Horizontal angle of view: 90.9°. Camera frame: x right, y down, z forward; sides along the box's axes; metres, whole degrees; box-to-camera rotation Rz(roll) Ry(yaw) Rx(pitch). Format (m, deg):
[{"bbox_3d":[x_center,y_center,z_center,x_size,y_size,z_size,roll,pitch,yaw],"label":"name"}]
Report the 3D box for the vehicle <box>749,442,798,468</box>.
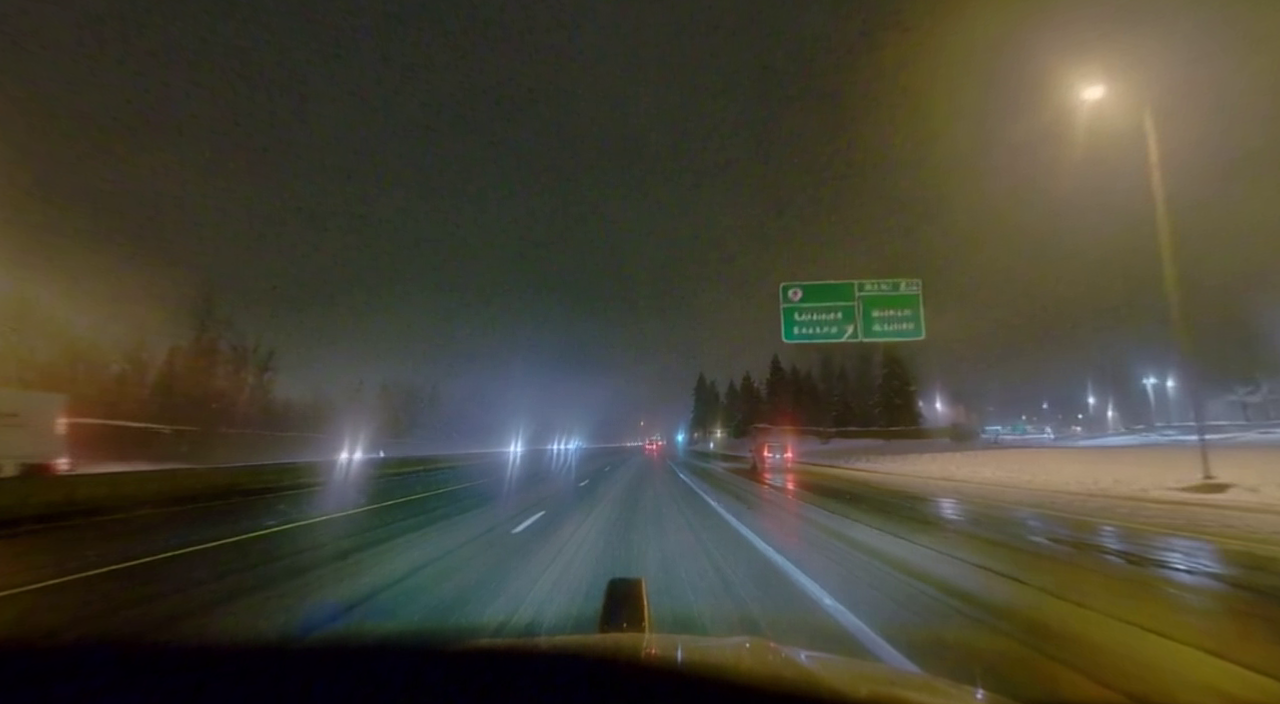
[{"bbox_3d":[8.081,6.290,38.597,2.056,1.465,4.304,0,-8,-1],"label":"vehicle"}]
